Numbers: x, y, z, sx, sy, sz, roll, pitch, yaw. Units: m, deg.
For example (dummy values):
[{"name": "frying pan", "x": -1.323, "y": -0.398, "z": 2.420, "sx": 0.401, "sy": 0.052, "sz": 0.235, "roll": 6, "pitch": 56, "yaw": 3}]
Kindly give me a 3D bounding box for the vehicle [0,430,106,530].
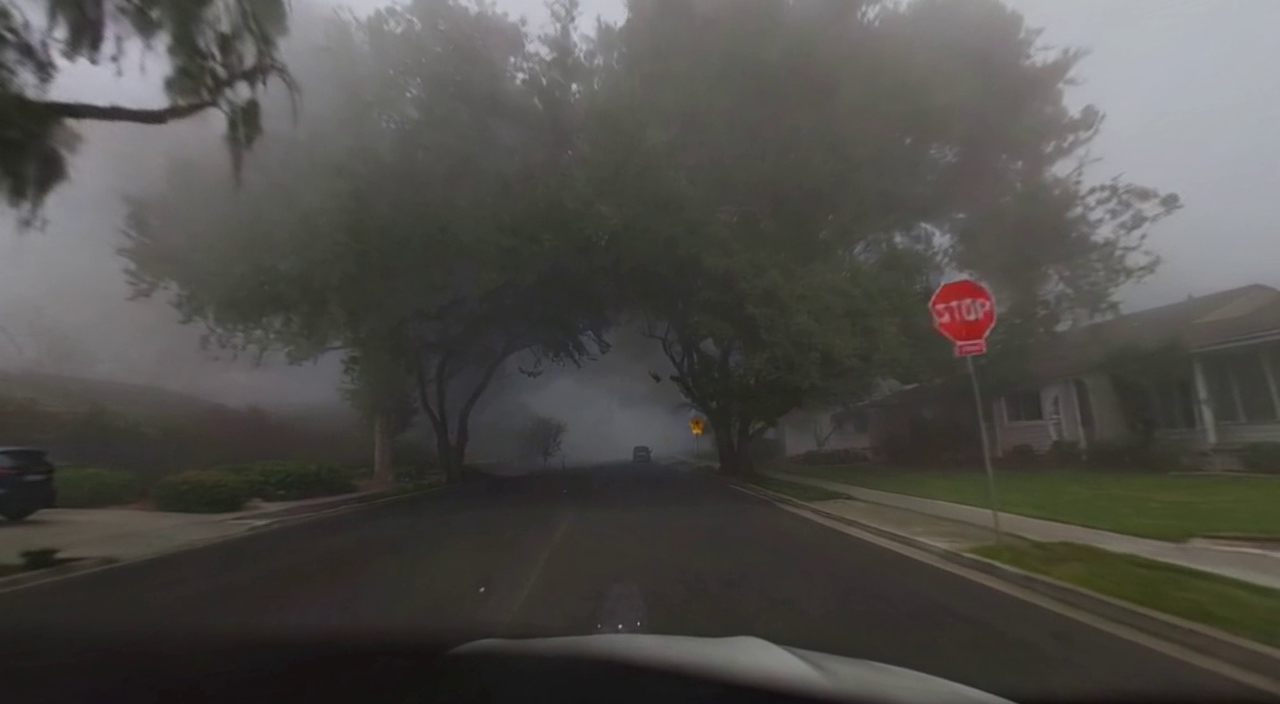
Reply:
[{"name": "vehicle", "x": -14.358, "y": 2.565, "z": 12.934, "sx": 4.809, "sy": 1.865, "sz": 2.093, "roll": 0, "pitch": -9, "yaw": -2}]
